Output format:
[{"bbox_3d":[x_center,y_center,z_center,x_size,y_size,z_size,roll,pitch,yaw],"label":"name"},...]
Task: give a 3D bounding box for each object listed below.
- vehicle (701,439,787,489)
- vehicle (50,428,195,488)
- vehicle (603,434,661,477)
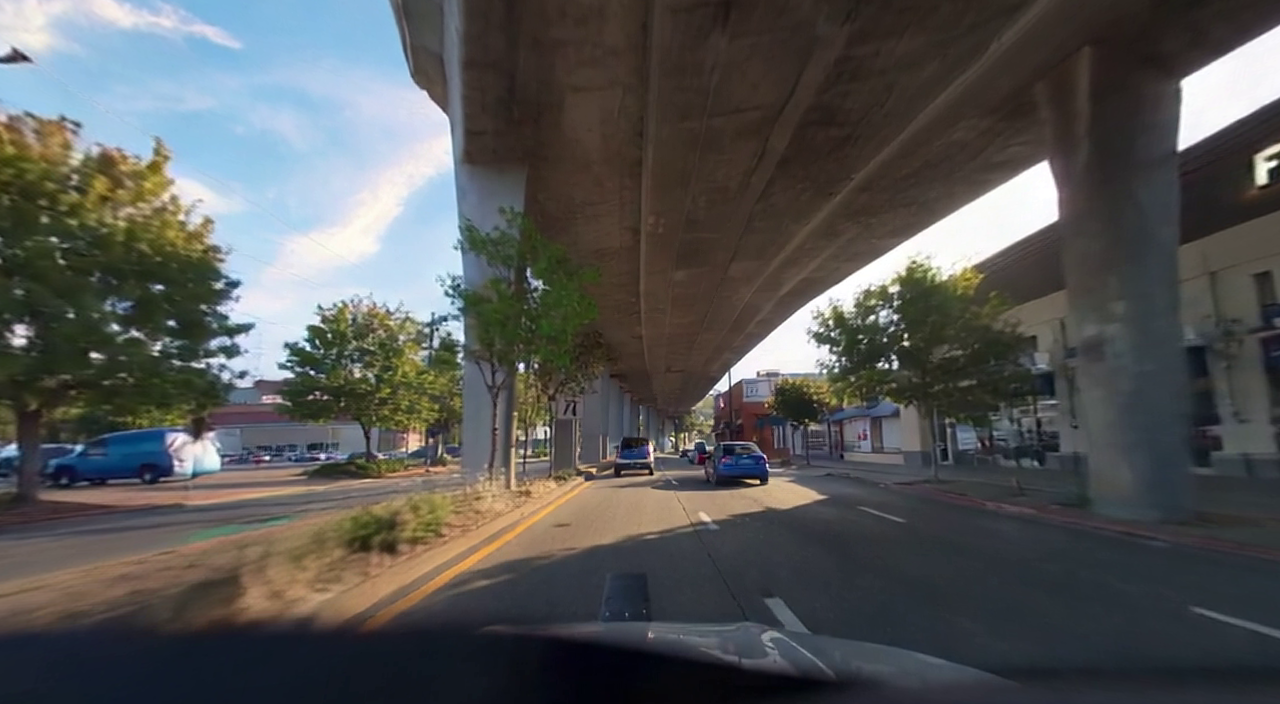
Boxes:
[{"bbox_3d":[3.317,3.656,20.997,1.954,1.479,4.557,0,-8,-2],"label":"vehicle"},{"bbox_3d":[-24.403,4.992,29.942,4.412,2.662,2.544,1,-8,-9],"label":"vehicle"},{"bbox_3d":[-0.351,4.709,28.956,2.441,1.813,4.581,0,-8,0],"label":"vehicle"}]
